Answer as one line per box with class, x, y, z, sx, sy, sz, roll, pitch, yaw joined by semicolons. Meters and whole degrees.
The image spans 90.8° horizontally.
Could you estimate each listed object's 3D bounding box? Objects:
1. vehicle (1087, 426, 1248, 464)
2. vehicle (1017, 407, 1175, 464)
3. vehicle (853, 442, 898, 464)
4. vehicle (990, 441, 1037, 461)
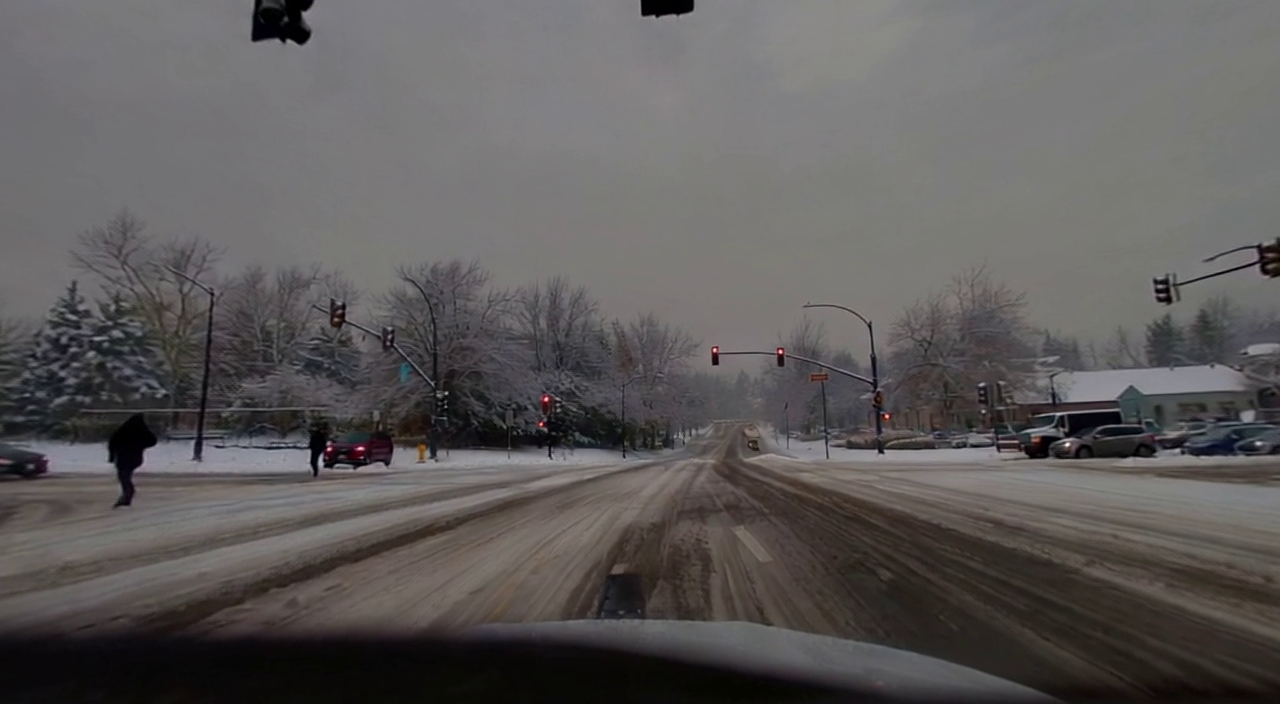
vehicle;21.423;3.819;25.809;4.740;1.464;1.876;-1;-9;3
vehicle;23.055;4.253;32.177;5.855;2.746;2.523;-1;-9;4
vehicle;17.663;7.567;47.613;1.789;1.557;4.293;0;-8;1
vehicle;27.830;7.384;47.205;1.589;1.405;3.633;-1;-9;7
